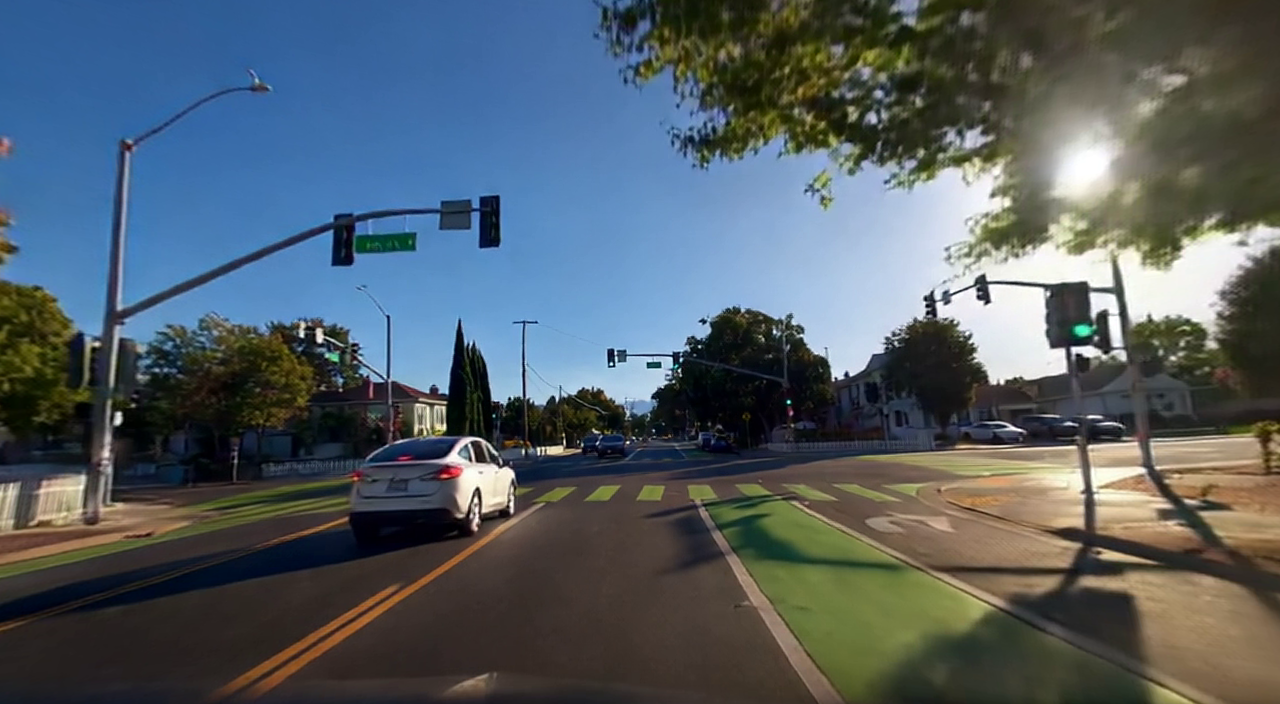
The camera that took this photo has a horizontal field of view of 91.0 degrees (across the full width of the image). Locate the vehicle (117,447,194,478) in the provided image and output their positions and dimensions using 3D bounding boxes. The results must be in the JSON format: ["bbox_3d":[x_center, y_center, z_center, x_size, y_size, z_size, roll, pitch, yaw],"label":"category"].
[{"bbox_3d":[-35.073,7.982,45.733,1.979,2.043,4.543,0,-8,0],"label":"vehicle"}]

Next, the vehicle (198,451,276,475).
[{"bbox_3d":[-29.257,8.044,45.906,1.972,1.567,5.009,-1,-8,6],"label":"vehicle"}]

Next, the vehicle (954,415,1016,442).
[{"bbox_3d":[24.015,5.407,44.009,1.964,1.759,4.583,-1,-8,4],"label":"vehicle"}]

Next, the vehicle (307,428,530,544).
[{"bbox_3d":[-3.322,2.109,10.659,1.904,1.489,4.746,-1,-8,2],"label":"vehicle"}]

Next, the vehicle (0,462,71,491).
[{"bbox_3d":[-37.922,7.659,38.806,3.835,1.665,1.826,-1,-9,3],"label":"vehicle"}]

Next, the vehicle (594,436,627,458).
[{"bbox_3d":[-2.096,6.825,45.427,1.982,1.472,4.103,-1,-8,3],"label":"vehicle"}]

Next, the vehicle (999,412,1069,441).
[{"bbox_3d":[27.163,5.215,43.579,2.033,1.821,4.542,-1,-8,3],"label":"vehicle"}]

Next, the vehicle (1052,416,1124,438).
[{"bbox_3d":[30.979,5.267,43.652,1.837,1.396,4.695,-1,-8,5],"label":"vehicle"}]
